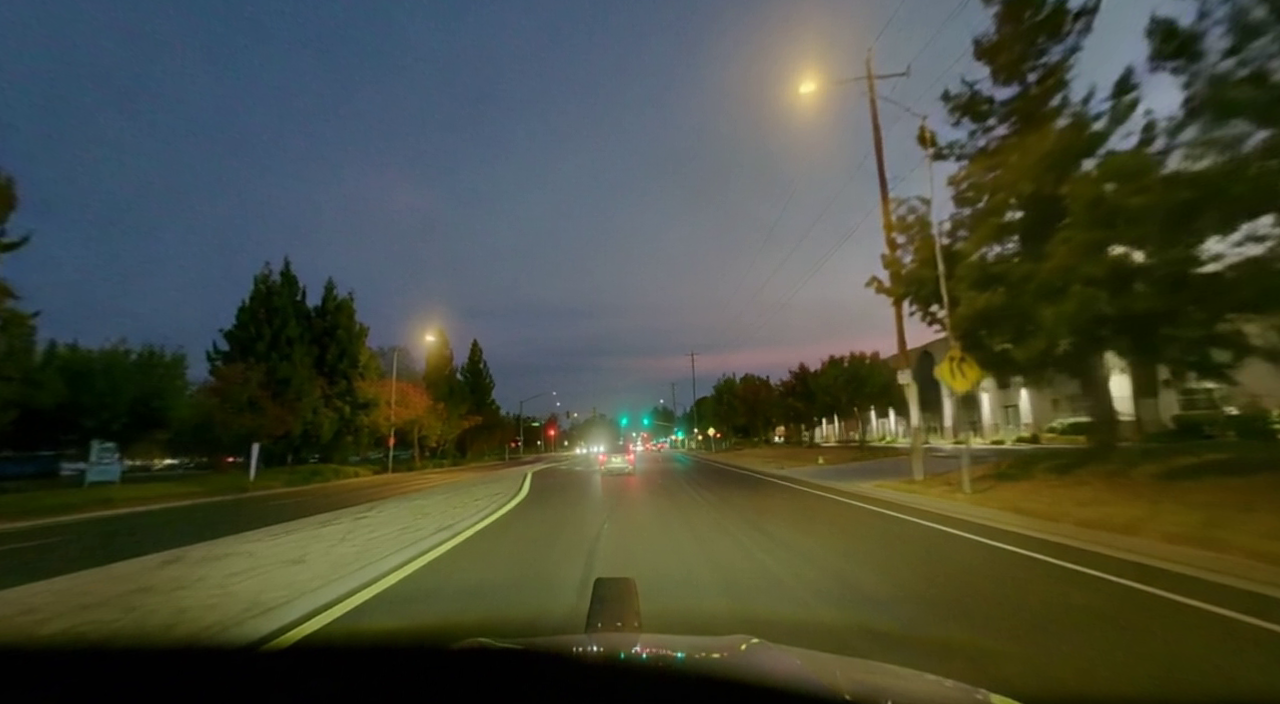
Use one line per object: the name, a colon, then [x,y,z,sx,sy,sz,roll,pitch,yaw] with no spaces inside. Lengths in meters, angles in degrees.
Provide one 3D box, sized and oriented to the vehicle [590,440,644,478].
vehicle: [-0.934,4.464,26.601,2.075,1.470,3.962,0,-8,-1]
